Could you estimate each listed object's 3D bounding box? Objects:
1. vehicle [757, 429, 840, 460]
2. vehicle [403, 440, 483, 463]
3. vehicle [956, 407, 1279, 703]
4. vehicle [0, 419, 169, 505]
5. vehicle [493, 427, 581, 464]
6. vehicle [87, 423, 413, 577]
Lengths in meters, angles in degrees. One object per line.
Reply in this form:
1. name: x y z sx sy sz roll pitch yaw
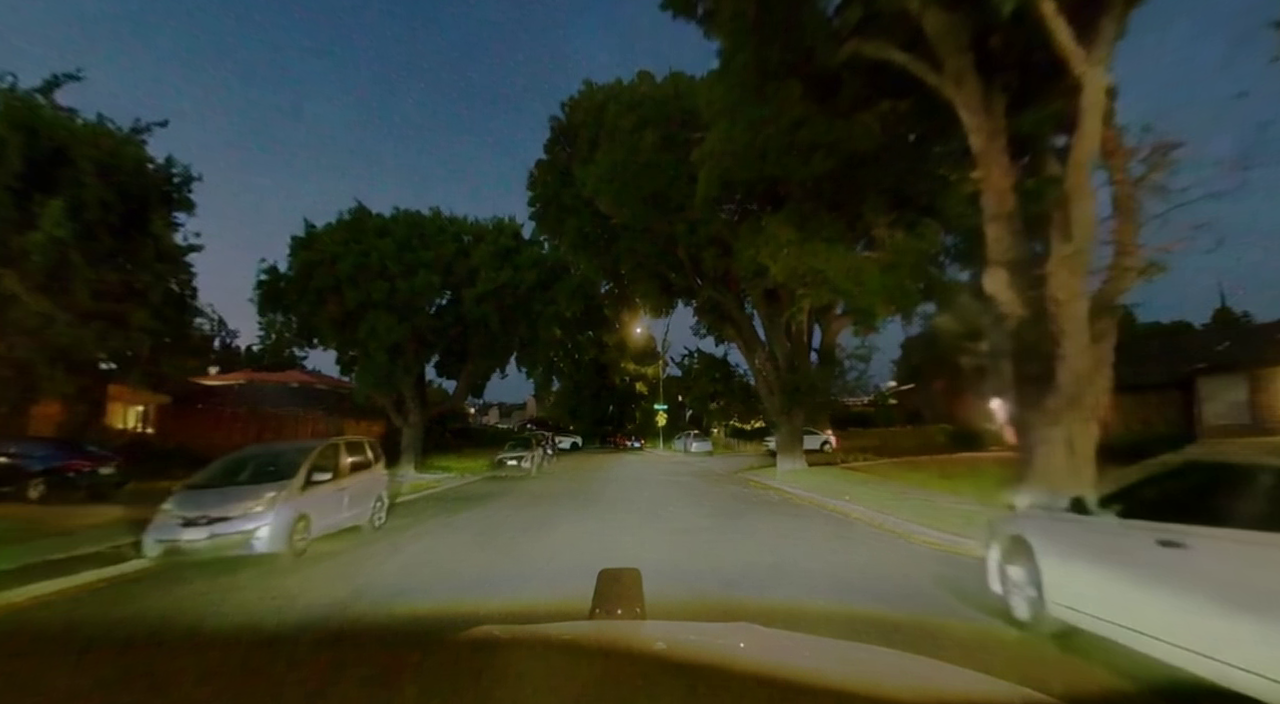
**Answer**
1. vehicle: 10.402 6.116 41.762 4.919 1.969 2.104 1 -9 2
2. vehicle: -12.909 6.556 41.570 4.650 1.480 1.782 0 -9 0
3. vehicle: 3.698 1.085 3.352 1.945 1.495 3.983 0 -8 0
4. vehicle: -14.127 2.489 14.460 5.088 1.792 1.966 0 -8 1
5. vehicle: -6.730 6.164 41.797 5.419 2.292 2.272 0 -7 -1
6. vehicle: -5.069 1.943 9.137 1.887 1.660 4.312 0 -8 1
